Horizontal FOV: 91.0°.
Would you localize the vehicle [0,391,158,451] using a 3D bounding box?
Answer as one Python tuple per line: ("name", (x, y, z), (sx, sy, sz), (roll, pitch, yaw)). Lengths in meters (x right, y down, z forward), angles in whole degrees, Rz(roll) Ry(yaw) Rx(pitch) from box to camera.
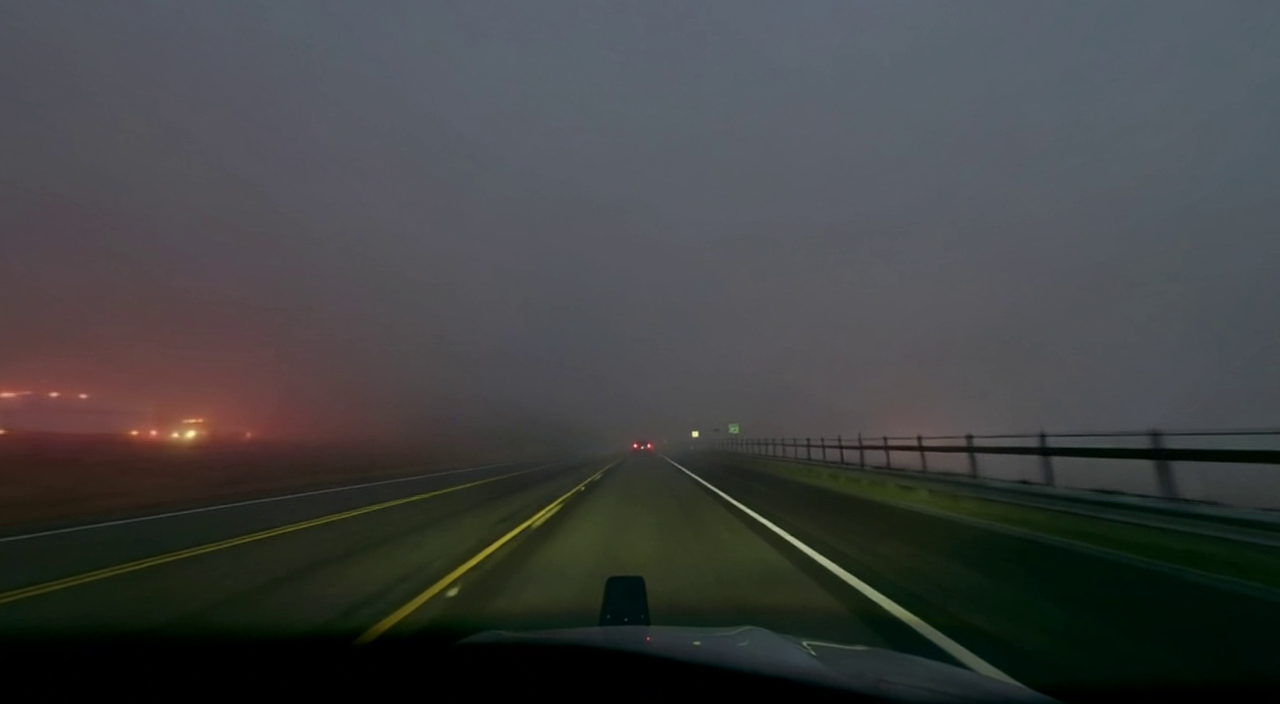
("vehicle", (-44.825, 5.543, 48.807), (2.926, 4.043, 14.813), (0, -8, 1))
